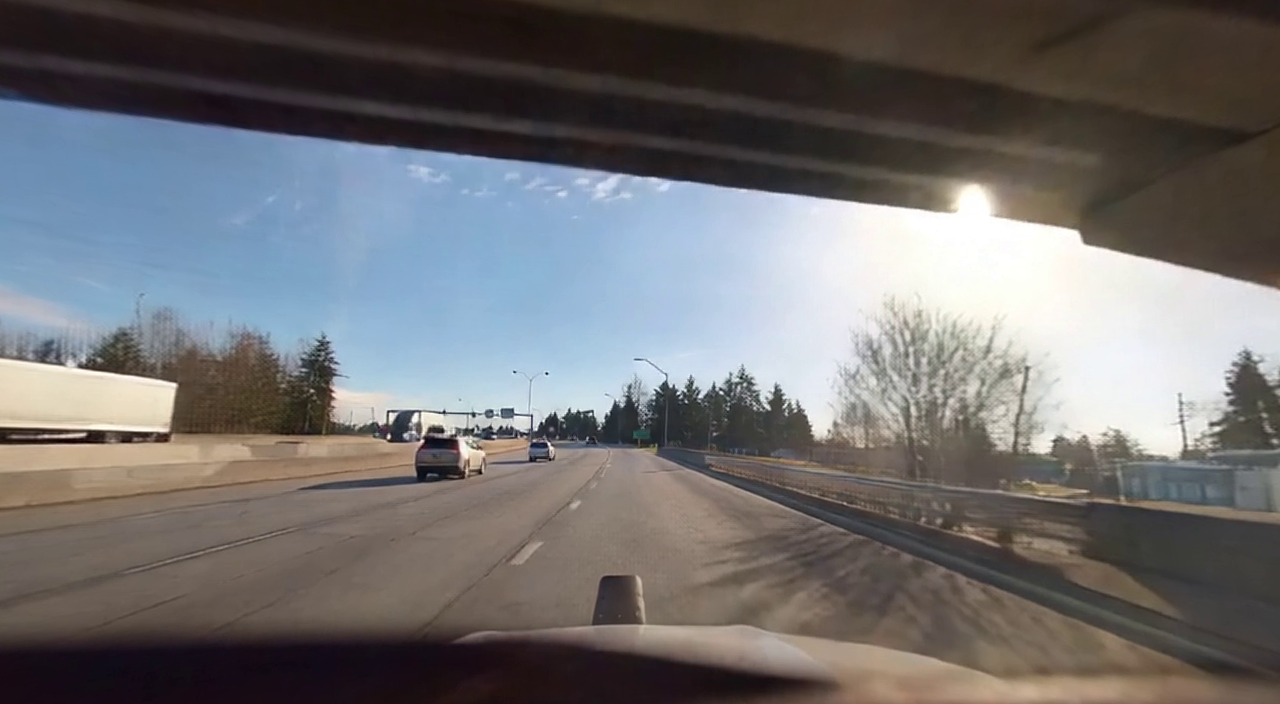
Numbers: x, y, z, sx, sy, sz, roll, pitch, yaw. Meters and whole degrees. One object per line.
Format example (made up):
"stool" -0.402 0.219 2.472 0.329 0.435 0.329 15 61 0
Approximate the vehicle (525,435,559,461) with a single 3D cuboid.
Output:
"vehicle" -7.559 7.436 49.040 1.956 1.888 4.512 0 -8 -1

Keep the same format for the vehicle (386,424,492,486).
"vehicle" -6.893 3.561 22.197 2.188 1.896 4.810 0 -8 0

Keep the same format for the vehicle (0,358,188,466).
"vehicle" -25.427 2.508 26.037 2.953 3.997 14.370 4 -8 -1
